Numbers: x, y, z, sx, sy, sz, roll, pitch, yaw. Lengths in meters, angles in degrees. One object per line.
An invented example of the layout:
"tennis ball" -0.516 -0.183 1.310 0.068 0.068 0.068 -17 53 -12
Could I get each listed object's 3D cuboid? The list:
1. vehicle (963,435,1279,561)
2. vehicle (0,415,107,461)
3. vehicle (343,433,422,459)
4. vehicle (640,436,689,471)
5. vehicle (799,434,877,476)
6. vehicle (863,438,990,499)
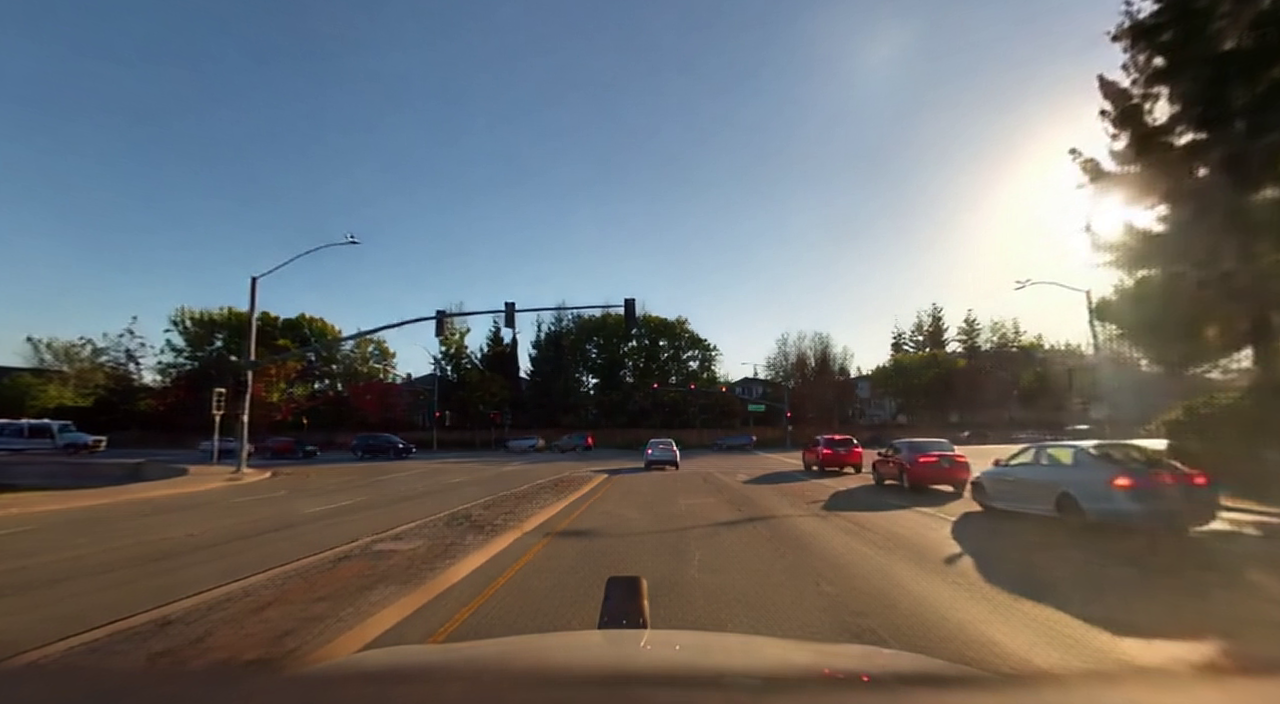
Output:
"vehicle" 7.246 2.097 9.919 1.947 1.478 4.731 -1 -8 2
"vehicle" -45.708 6.381 46.218 10.544 3.126 2.909 -1 -8 1
"vehicle" -18.481 6.743 45.362 4.786 1.803 1.967 -1 -8 5
"vehicle" 1.046 4.581 28.581 2.041 1.485 3.813 0 -8 1
"vehicle" 8.033 4.209 26.009 1.901 1.577 4.348 0 -8 2
"vehicle" 7.632 3.120 17.249 1.726 1.467 3.793 0 -8 1
